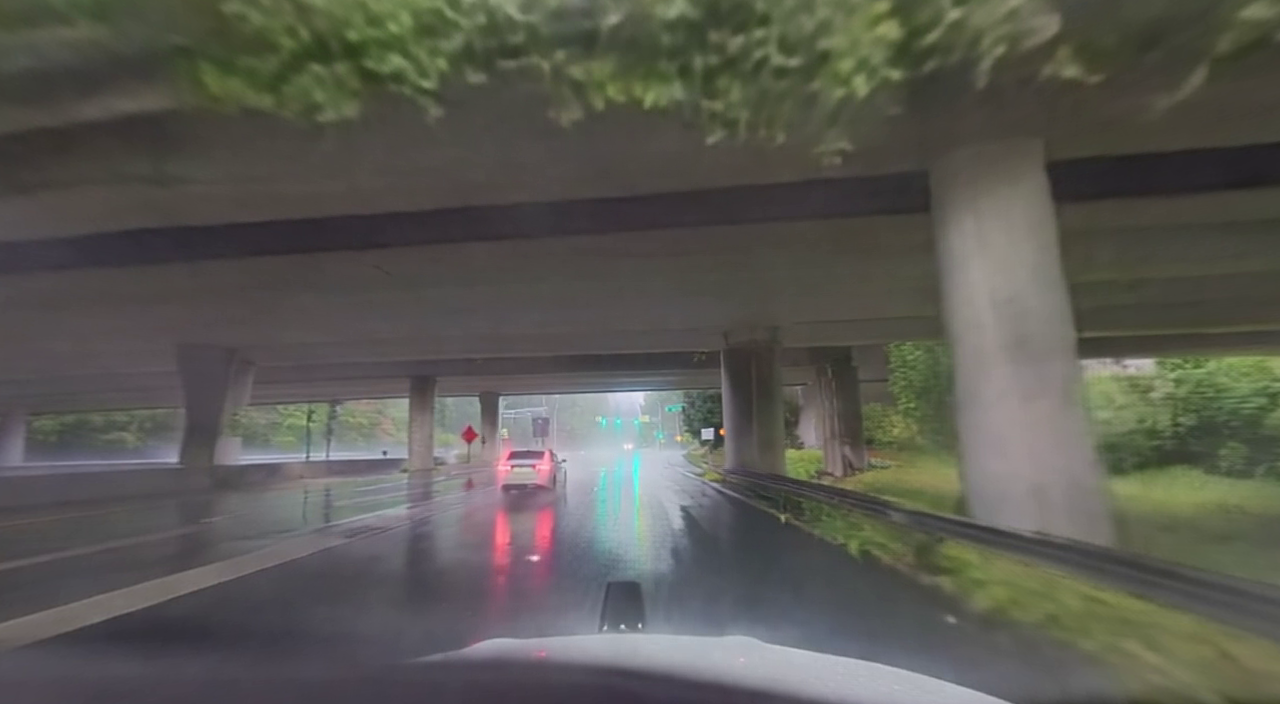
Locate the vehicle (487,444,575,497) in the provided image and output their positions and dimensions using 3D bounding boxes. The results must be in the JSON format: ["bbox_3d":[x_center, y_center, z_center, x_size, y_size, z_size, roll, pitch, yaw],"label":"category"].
[{"bbox_3d":[-3.324,3.719,20.137,1.963,1.460,4.614,0,-9,0],"label":"vehicle"}]
